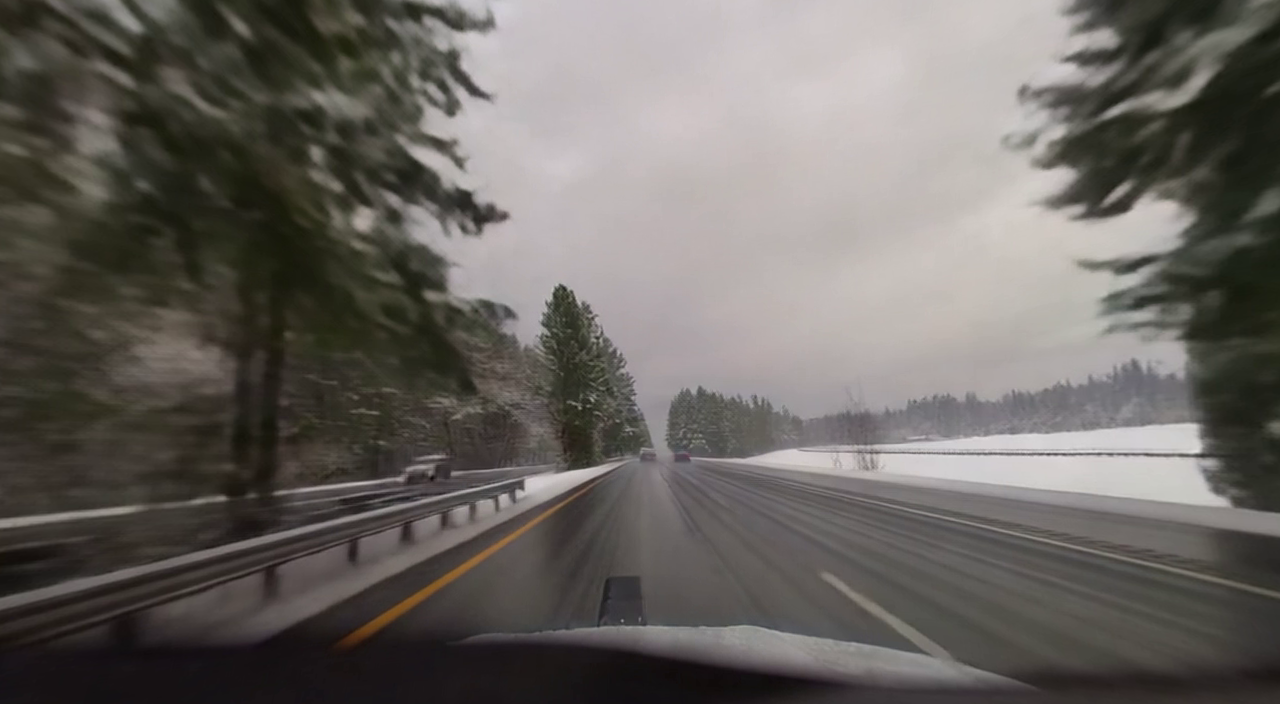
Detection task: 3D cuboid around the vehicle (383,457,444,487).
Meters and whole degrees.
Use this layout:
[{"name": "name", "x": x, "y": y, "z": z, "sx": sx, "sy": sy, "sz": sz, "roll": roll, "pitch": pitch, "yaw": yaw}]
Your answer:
[{"name": "vehicle", "x": -12.460, "y": 6.612, "z": 34.972, "sx": 1.847, "sy": 1.472, "sz": 4.038, "roll": 0, "pitch": -9, "yaw": 1}]

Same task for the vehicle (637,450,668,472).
[{"name": "vehicle", "x": 0.891, "y": 8.014, "z": 46.388, "sx": 2.162, "sy": 1.492, "sz": 3.975, "roll": 0, "pitch": -9, "yaw": 0}]
